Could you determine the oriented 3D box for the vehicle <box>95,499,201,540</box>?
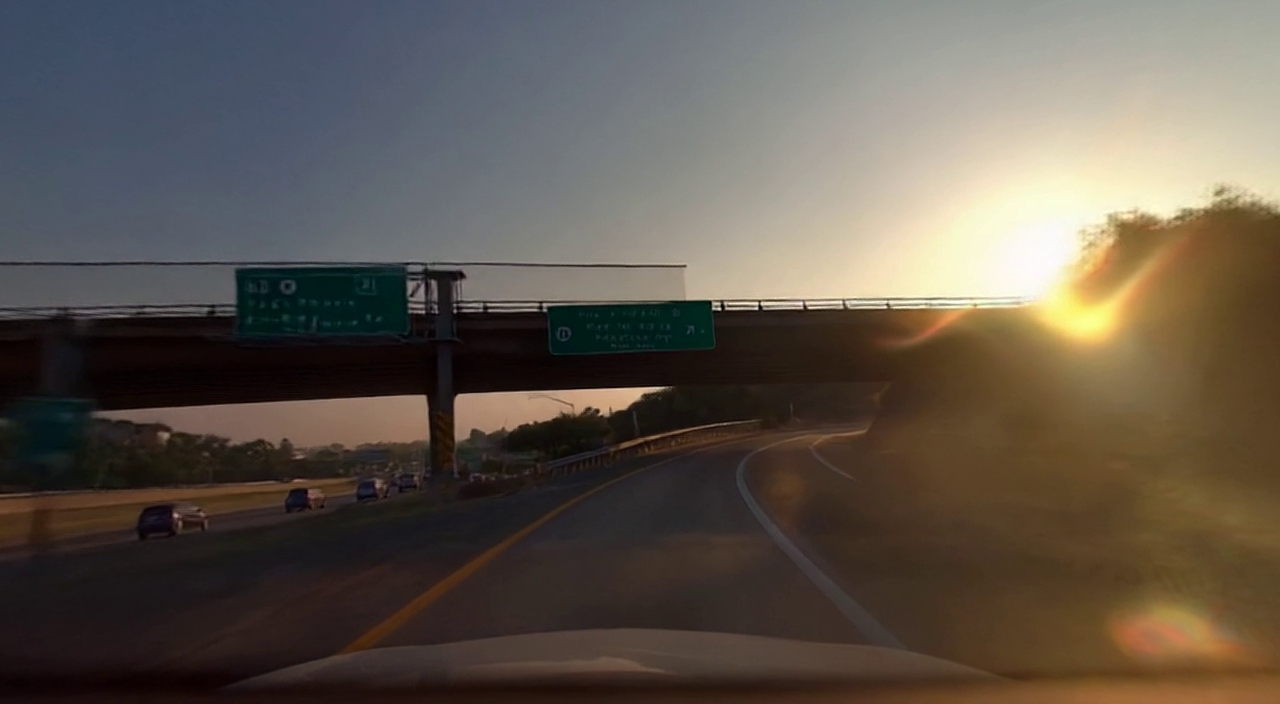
[{"bbox_3d":[-25.551,8.688,32.958,2.045,1.513,4.795,1,-9,-7],"label":"vehicle"}]
